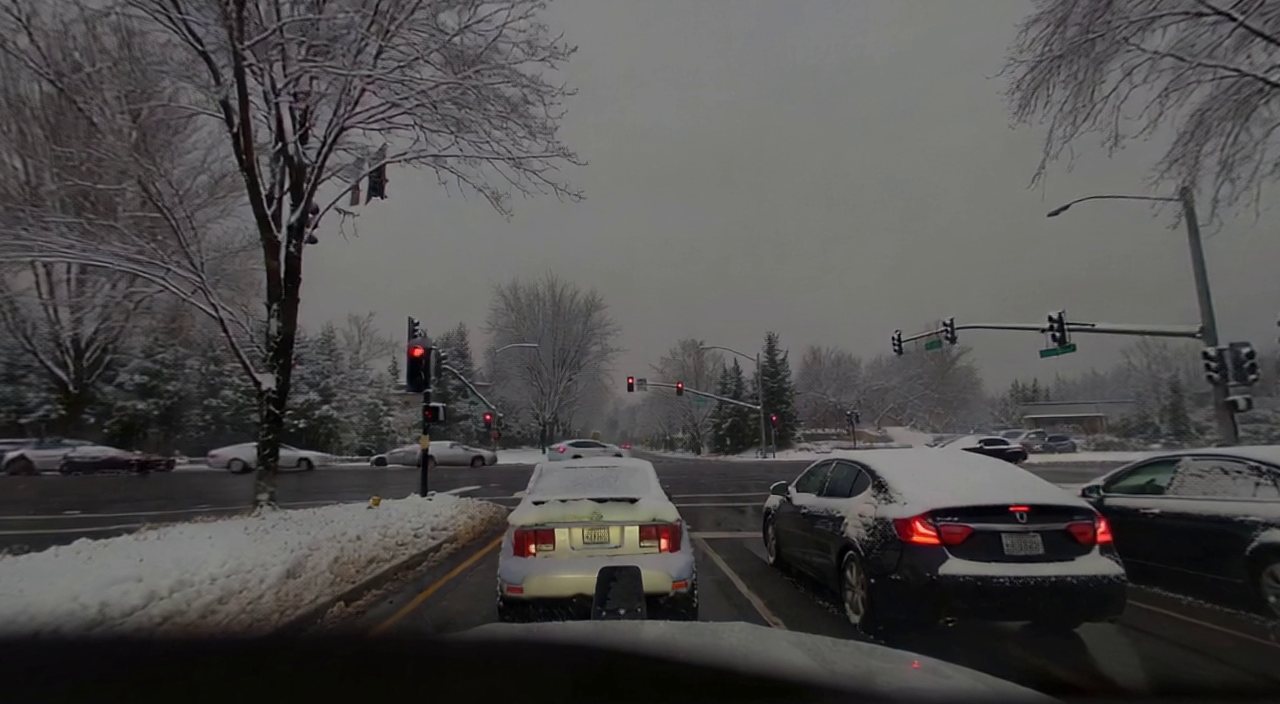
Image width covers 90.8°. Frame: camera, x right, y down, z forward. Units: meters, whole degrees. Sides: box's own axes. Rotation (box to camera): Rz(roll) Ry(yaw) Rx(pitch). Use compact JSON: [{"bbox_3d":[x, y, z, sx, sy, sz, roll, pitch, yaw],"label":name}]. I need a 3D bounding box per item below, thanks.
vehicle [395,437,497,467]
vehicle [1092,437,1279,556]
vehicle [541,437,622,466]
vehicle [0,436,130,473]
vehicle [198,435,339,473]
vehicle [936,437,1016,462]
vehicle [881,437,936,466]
[{"bbox_3d":[-10.485,5.428,34.383,4.912,1.485,1.922,8,-11,-41],"label":"vehicle"},{"bbox_3d":[9.240,2.088,9.129,1.993,1.505,4.721,5,-9,0],"label":"vehicle"},{"bbox_3d":[-3.253,5.606,35.678,1.896,1.544,4.331,-8,-12,44],"label":"vehicle"},{"bbox_3d":[-24.618,4.283,26.427,4.580,1.472,1.891,3,-9,-16],"label":"vehicle"},{"bbox_3d":[-15.595,4.316,26.895,4.849,1.476,1.935,3,-9,-22],"label":"vehicle"},{"bbox_3d":[22.193,6.427,41.792,4.481,1.561,2.001,3,-9,-18],"label":"vehicle"},{"bbox_3d":[14.813,5.513,35.097,1.962,1.468,4.516,-2,-9,12],"label":"vehicle"}]
